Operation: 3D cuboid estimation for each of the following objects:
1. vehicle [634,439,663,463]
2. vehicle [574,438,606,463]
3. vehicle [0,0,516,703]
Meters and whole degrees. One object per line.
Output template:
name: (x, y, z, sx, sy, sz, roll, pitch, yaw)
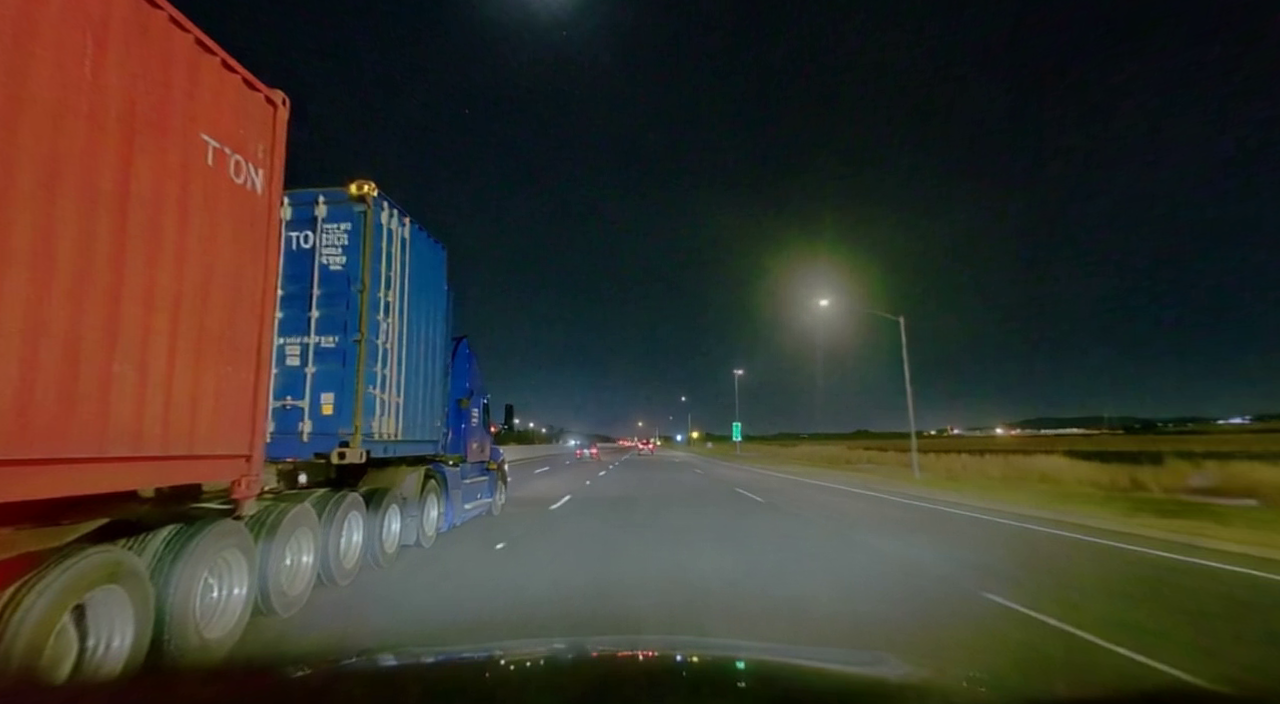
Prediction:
vehicle: (0.657, 7.597, 48.603, 2.136, 1.718, 4.157, 0, -8, 0)
vehicle: (-3.643, 7.272, 46.573, 1.995, 1.745, 4.187, 0, -8, 1)
vehicle: (-3.966, 0.080, 5.128, 2.840, 4.032, 13.388, 0, -8, 2)
